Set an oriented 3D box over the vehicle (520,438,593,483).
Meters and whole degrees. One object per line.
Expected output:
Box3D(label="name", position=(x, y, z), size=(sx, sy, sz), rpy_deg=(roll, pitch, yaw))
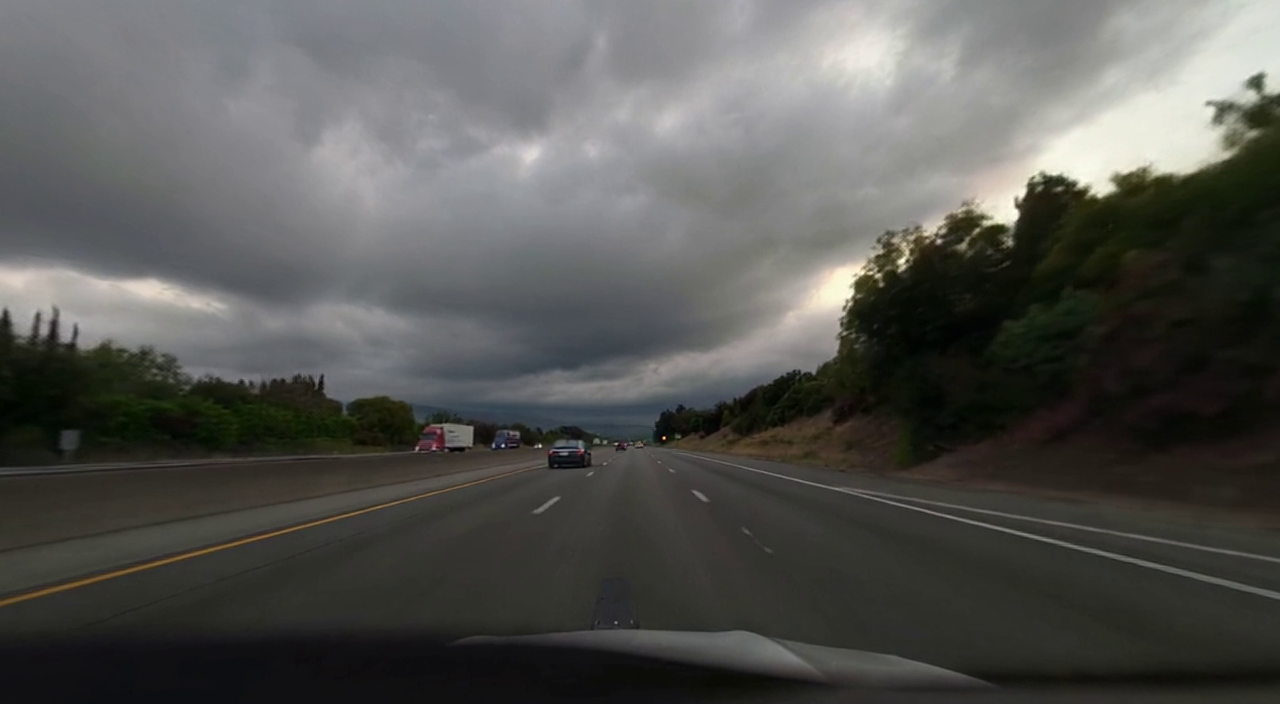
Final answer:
Box3D(label="vehicle", position=(-3.130, 4.147, 24.466), size=(2.158, 1.562, 4.373), rpy_deg=(-1, -8, 1))
